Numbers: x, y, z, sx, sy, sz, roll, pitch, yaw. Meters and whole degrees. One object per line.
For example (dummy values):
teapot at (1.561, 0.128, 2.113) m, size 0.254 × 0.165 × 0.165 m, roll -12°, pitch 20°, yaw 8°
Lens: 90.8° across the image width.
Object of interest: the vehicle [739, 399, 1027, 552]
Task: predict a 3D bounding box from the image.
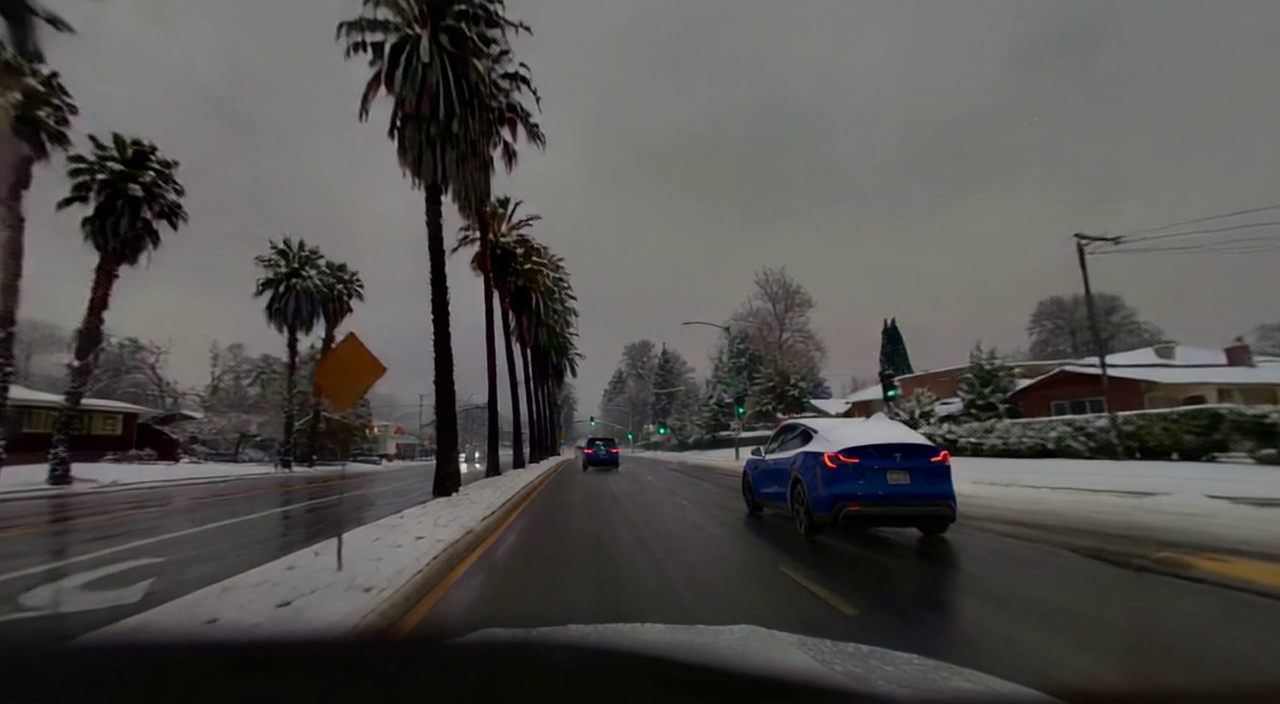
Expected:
vehicle at (3.349, 1.856, 10.210) m, size 2.205 × 1.803 × 5.135 m, roll 1°, pitch -9°, yaw -5°

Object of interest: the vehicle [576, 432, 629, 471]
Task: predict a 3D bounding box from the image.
vehicle at (-1.854, 4.753, 30.406) m, size 2.341 × 1.709 × 4.466 m, roll 0°, pitch -9°, yaw -5°
